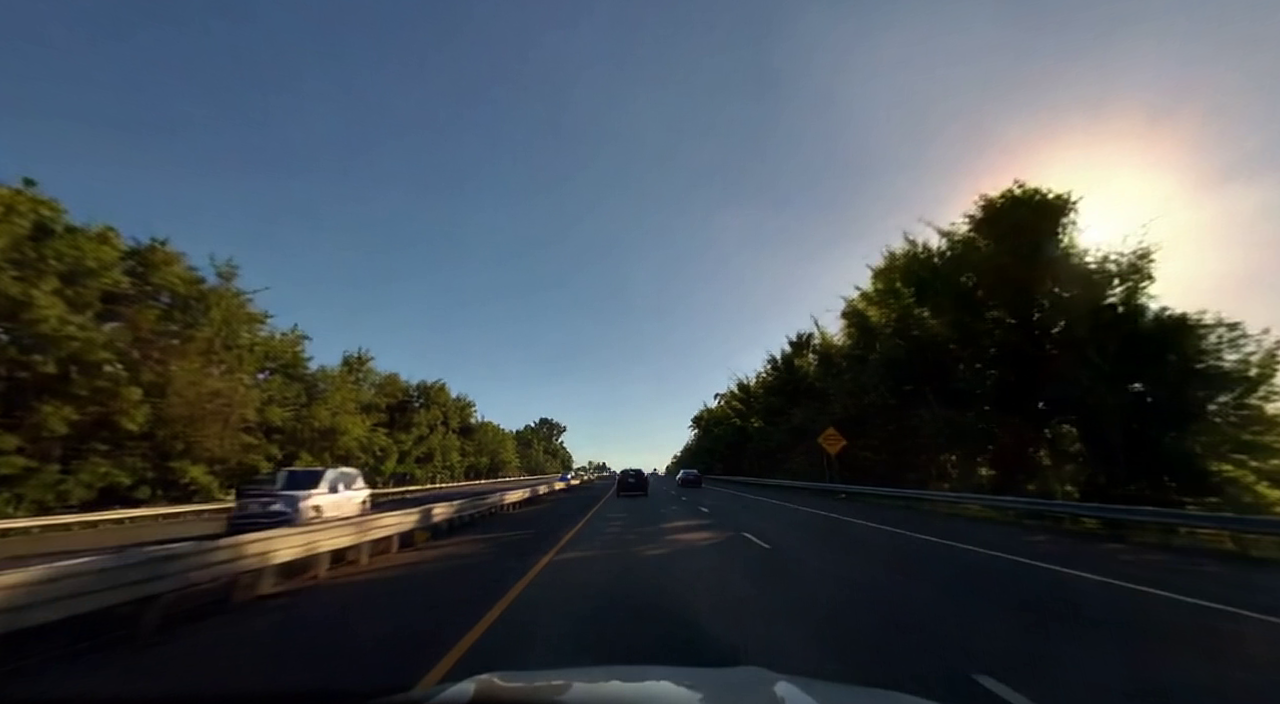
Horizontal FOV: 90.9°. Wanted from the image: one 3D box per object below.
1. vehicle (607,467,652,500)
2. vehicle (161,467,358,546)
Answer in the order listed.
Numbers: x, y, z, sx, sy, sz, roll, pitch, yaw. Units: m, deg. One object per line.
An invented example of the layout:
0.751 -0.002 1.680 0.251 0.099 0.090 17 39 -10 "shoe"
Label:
-0.495 6.460 31.092 2.060 1.473 3.726 1 -10 0 "vehicle"
-8.341 3.378 14.327 1.970 1.493 3.879 1 -10 1 "vehicle"
